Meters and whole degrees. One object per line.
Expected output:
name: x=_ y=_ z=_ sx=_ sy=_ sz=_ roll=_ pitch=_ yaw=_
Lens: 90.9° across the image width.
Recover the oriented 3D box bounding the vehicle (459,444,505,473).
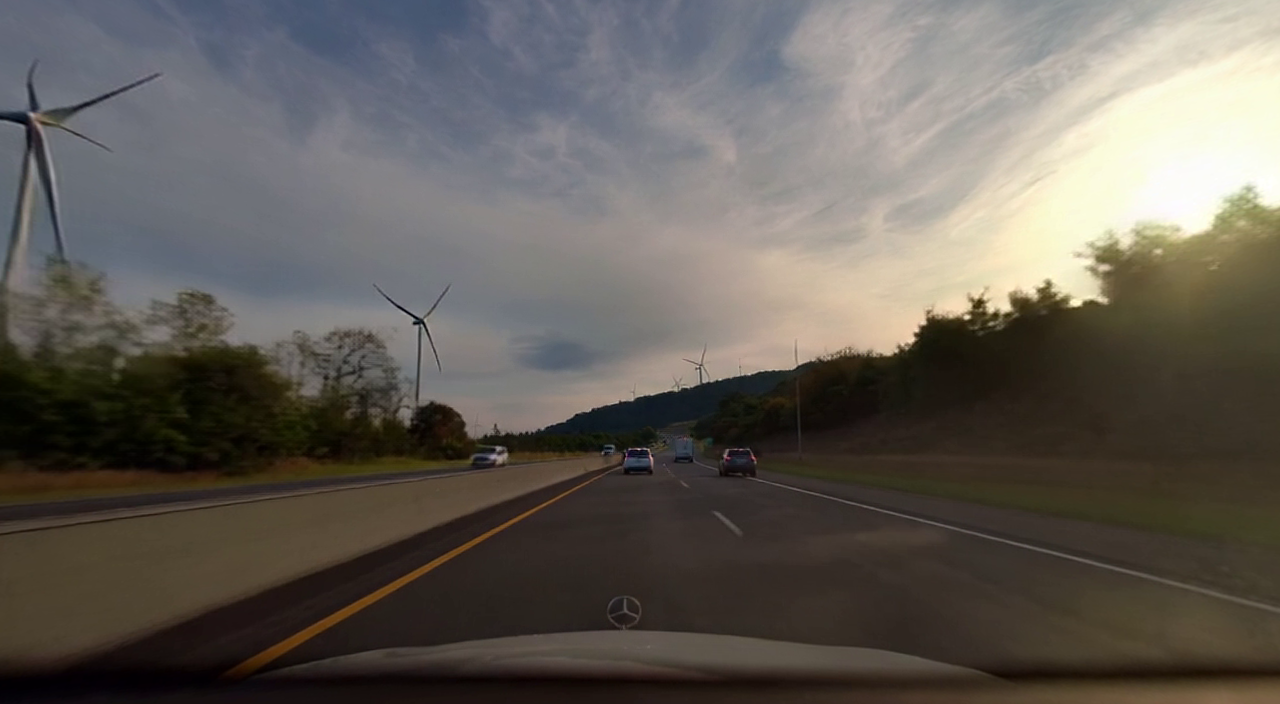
vehicle: x=-12.019 y=8.140 z=48.210 sx=2.083 sy=2.091 sz=5.097 roll=-1 pitch=-9 yaw=1

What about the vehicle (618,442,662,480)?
vehicle: x=0.016 y=5.309 z=30.810 sx=2.038 sy=1.723 sz=4.150 roll=0 pitch=-9 yaw=0

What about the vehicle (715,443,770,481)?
vehicle: x=5.004 y=5.462 z=31.438 sx=2.040 sy=1.721 sz=4.507 roll=0 pitch=-9 yaw=1
